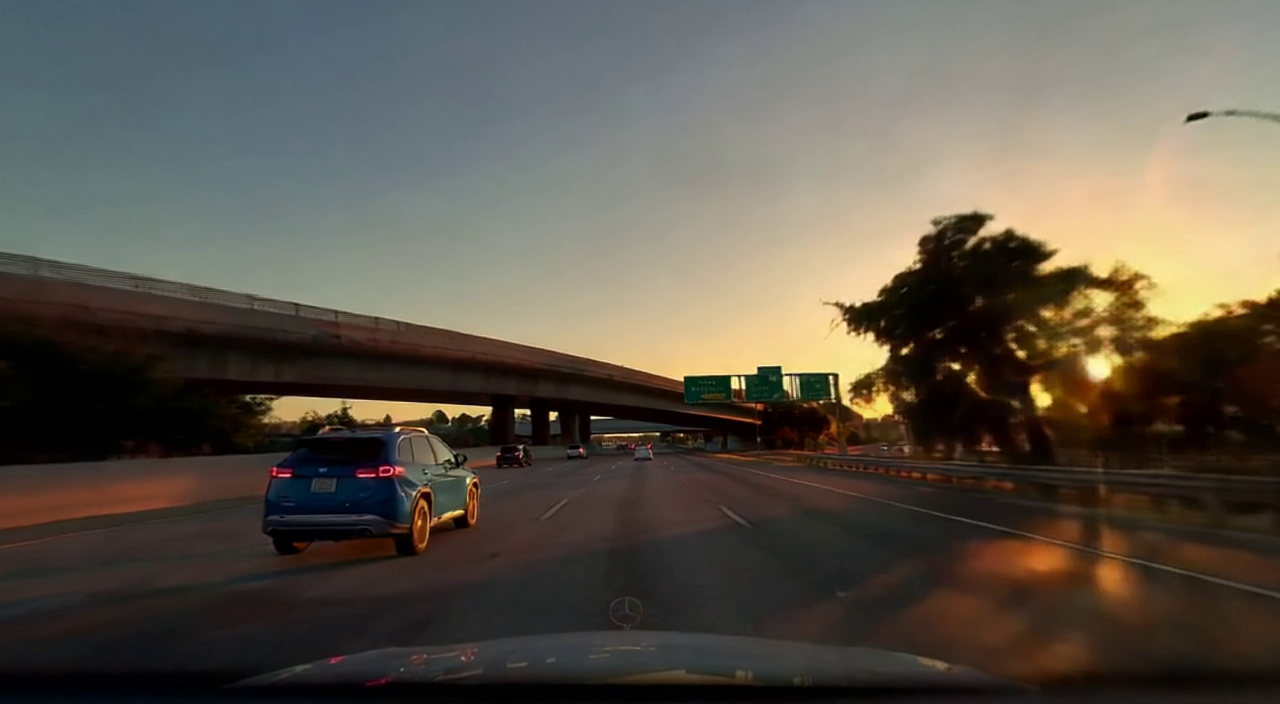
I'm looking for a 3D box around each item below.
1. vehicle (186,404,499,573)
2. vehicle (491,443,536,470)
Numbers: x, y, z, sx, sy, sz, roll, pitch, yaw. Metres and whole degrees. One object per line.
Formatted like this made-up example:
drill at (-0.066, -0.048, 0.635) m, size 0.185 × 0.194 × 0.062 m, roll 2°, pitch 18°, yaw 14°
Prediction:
vehicle at (-3.653, 1.772, 8.949) m, size 2.214 × 1.759 × 4.435 m, roll -1°, pitch -8°, yaw 1°
vehicle at (-7.744, 6.425, 38.991) m, size 1.871 × 1.542 × 4.371 m, roll 0°, pitch -8°, yaw 0°
